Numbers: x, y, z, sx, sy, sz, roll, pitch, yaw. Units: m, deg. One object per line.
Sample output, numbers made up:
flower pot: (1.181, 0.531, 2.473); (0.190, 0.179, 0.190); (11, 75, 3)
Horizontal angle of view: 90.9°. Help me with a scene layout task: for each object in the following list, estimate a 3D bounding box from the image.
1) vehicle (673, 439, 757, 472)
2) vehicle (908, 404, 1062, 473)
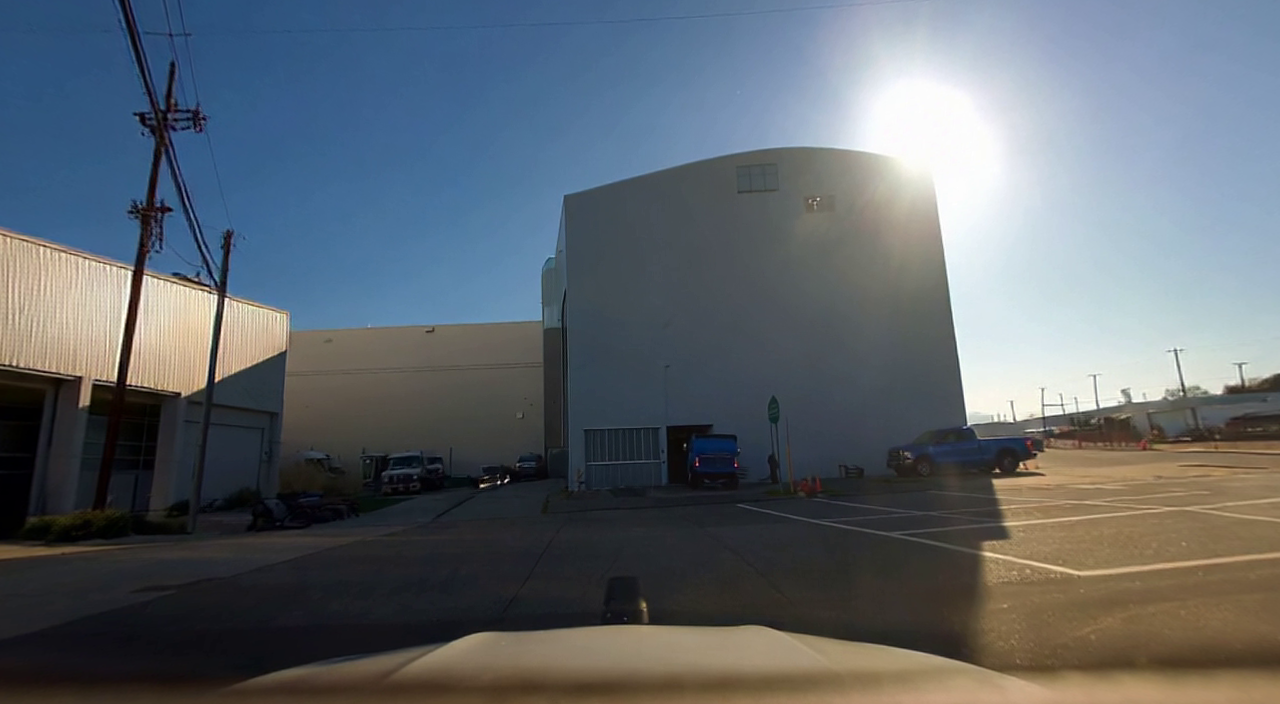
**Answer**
vehicle: (4.893, 6.815, 41.659); (5.207, 2.103, 1.997); (0, -8, -4)
vehicle: (17.468, 4.433, 32.117); (6.271, 3.004, 2.298); (-3, -10, -5)
